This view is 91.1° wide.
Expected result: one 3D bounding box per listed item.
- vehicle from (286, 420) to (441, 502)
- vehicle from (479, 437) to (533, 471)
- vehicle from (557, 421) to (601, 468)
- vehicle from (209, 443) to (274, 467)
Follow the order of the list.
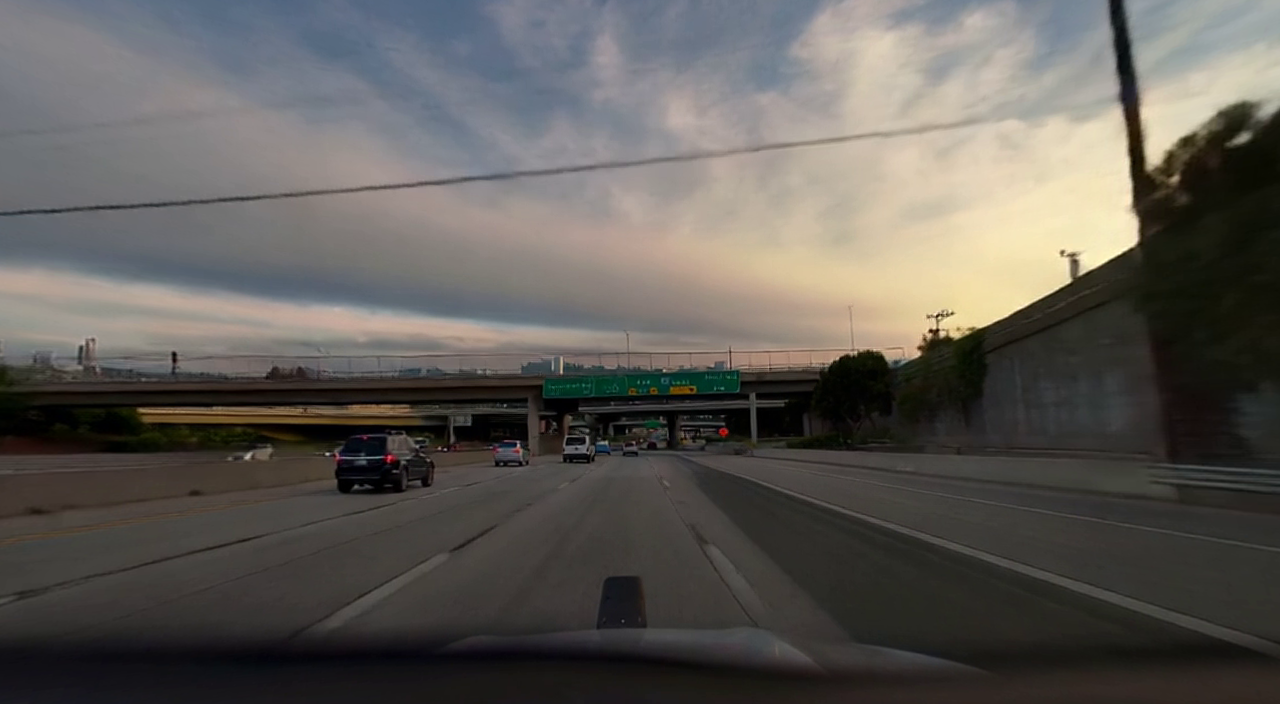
[{"bbox_3d":[-7.452,2.996,17.579,2.179,1.948,4.618,0,-9,0],"label":"vehicle"},{"bbox_3d":[-7.581,5.815,35.935,2.109,1.784,4.709,0,-9,-1],"label":"vehicle"},{"bbox_3d":[-3.954,6.117,41.642,2.301,2.843,6.458,0,-9,0],"label":"vehicle"},{"bbox_3d":[-30.057,7.779,47.532,1.811,1.651,4.601,0,-9,0],"label":"vehicle"}]
